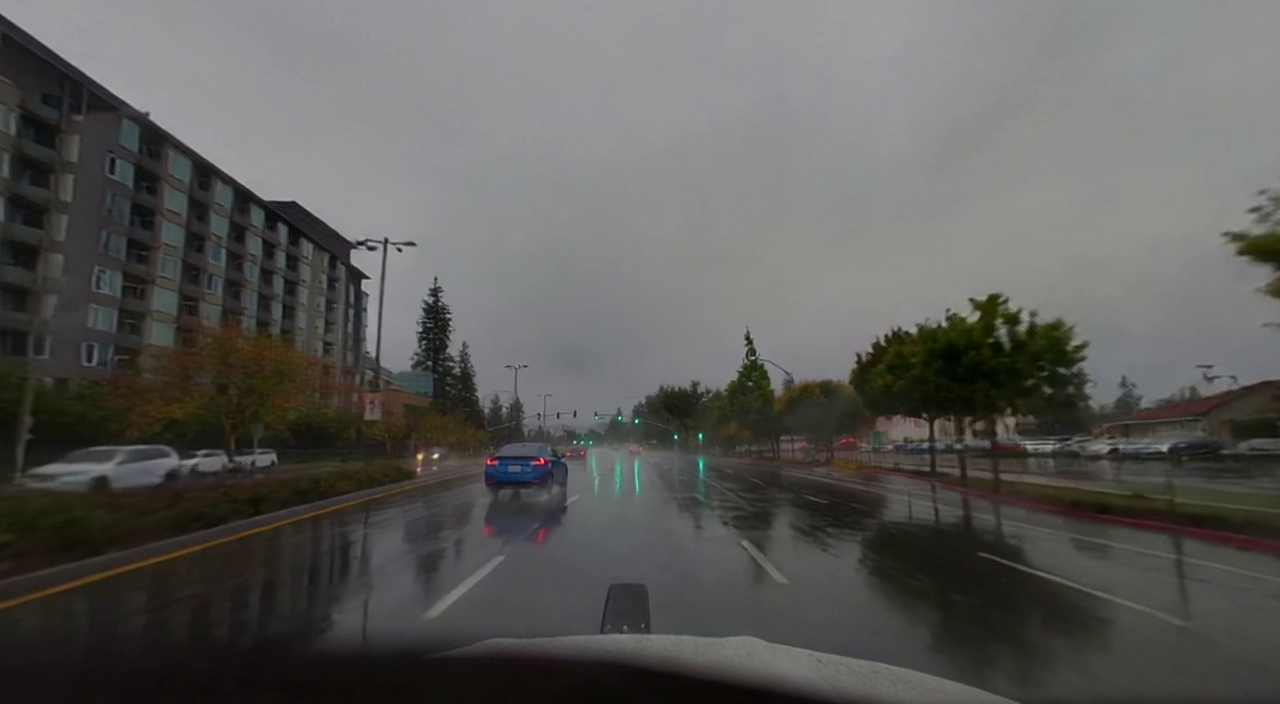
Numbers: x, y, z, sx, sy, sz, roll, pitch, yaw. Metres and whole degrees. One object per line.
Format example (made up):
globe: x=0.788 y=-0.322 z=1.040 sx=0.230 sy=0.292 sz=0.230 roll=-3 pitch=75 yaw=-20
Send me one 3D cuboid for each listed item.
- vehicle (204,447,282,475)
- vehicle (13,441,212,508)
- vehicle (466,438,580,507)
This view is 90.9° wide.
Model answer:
vehicle: x=-26.557 y=7.288 z=42.392 sx=1.786 sy=1.713 sz=4.992 roll=1 pitch=-9 yaw=2
vehicle: x=-15.789 y=3.648 z=19.326 sx=2.055 sy=1.757 sz=4.724 roll=0 pitch=-8 yaw=-2
vehicle: x=-2.841 y=3.037 z=16.392 sx=2.009 sy=1.489 sz=4.543 roll=-1 pitch=-8 yaw=1
